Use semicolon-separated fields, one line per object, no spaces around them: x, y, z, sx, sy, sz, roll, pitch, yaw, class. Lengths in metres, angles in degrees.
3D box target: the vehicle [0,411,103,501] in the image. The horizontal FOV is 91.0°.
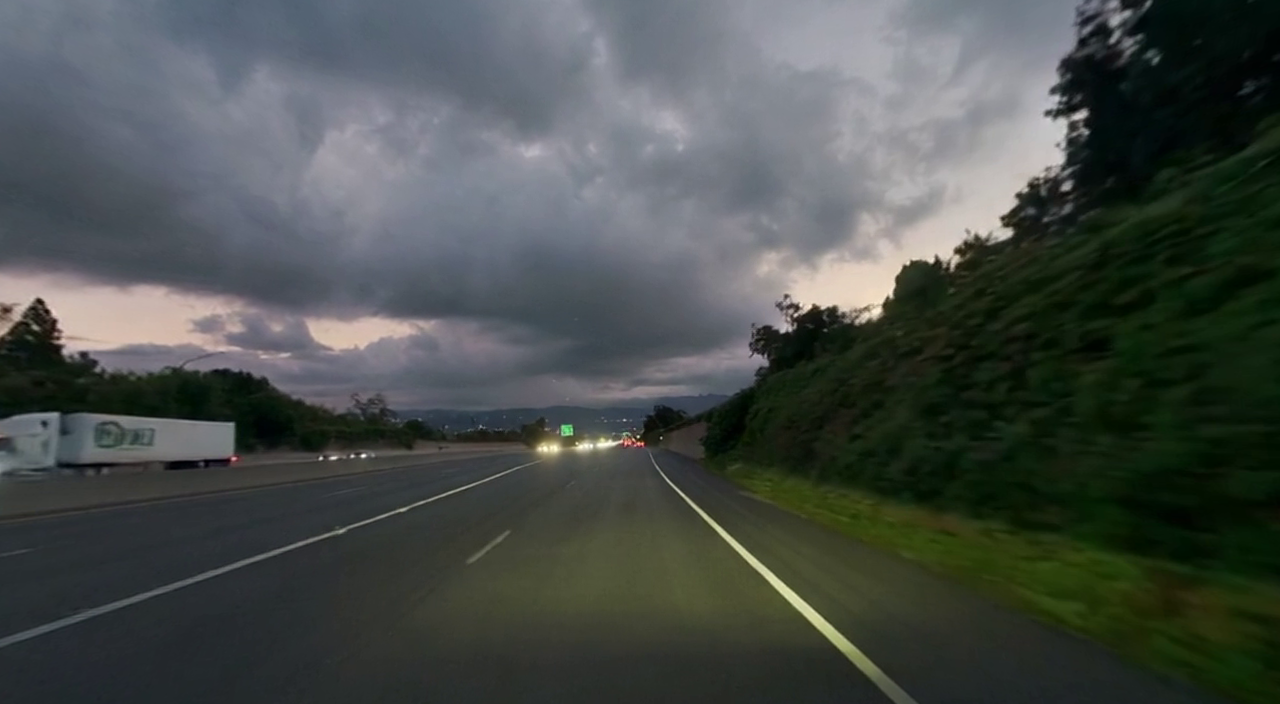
-29.683;4.955;30.335;2.942;3.911;5.799;0;-8;-9;vehicle
